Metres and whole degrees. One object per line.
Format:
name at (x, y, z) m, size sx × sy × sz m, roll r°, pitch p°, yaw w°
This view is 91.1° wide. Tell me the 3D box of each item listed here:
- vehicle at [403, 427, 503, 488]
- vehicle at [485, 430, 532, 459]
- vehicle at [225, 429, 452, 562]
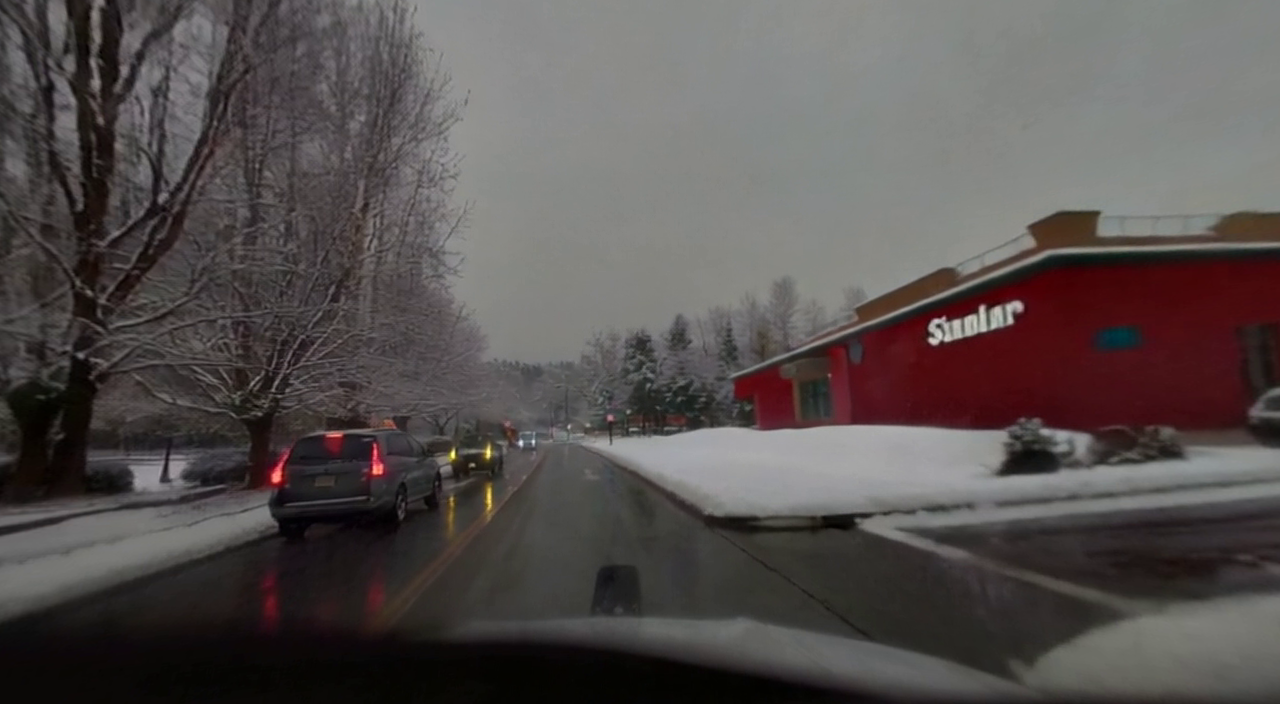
vehicle at (-5.071, 2.886, 17.646) m, size 1.853 × 1.478 × 4.381 m, roll 0°, pitch -8°, yaw -5°
vehicle at (-7.021, 4.985, 33.997) m, size 1.962 × 1.424 × 4.289 m, roll 0°, pitch -8°, yaw -5°
vehicle at (-4.216, 1.986, 9.614) m, size 1.768 × 1.539 × 4.147 m, roll 1°, pitch -8°, yaw -6°
